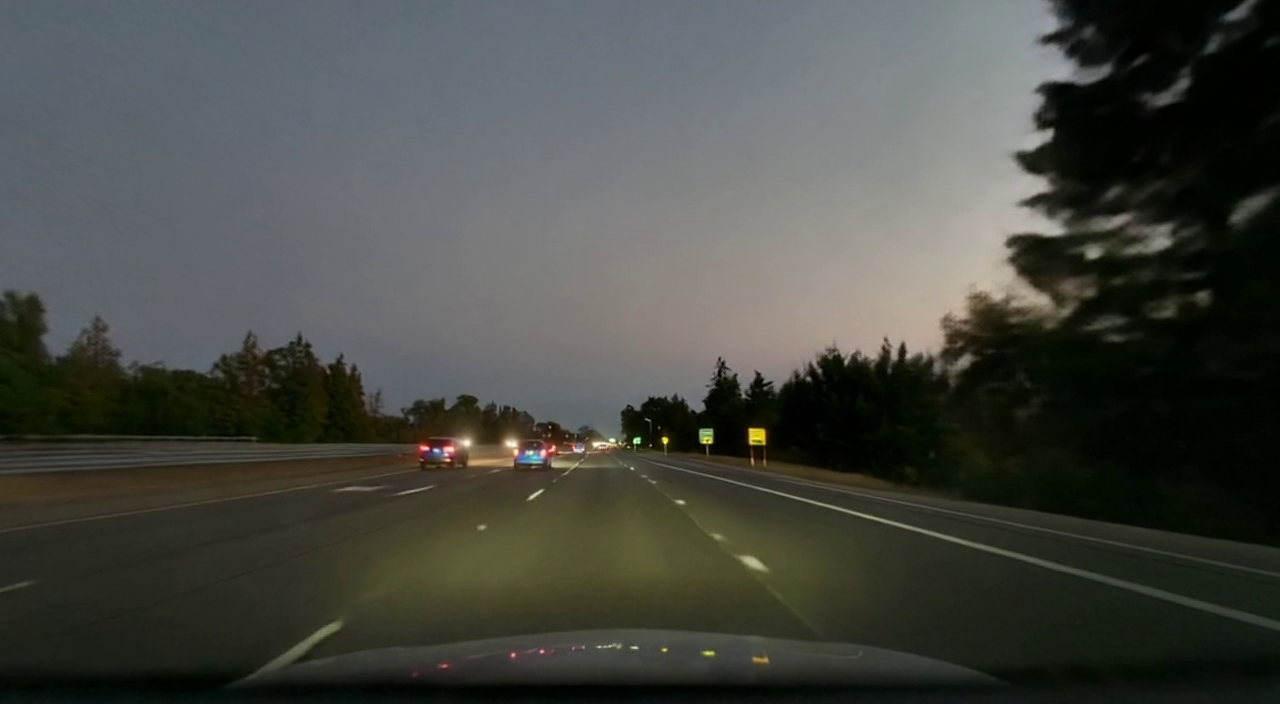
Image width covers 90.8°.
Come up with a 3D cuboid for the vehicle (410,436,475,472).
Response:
[{"bbox_3d":[-9.886,5.157,32.014,2.016,1.711,4.365,1,-9,-2],"label":"vehicle"}]

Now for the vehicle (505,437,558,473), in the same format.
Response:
[{"bbox_3d":[-5.621,5.412,33.313,2.146,1.766,4.502,1,-9,-2],"label":"vehicle"}]
